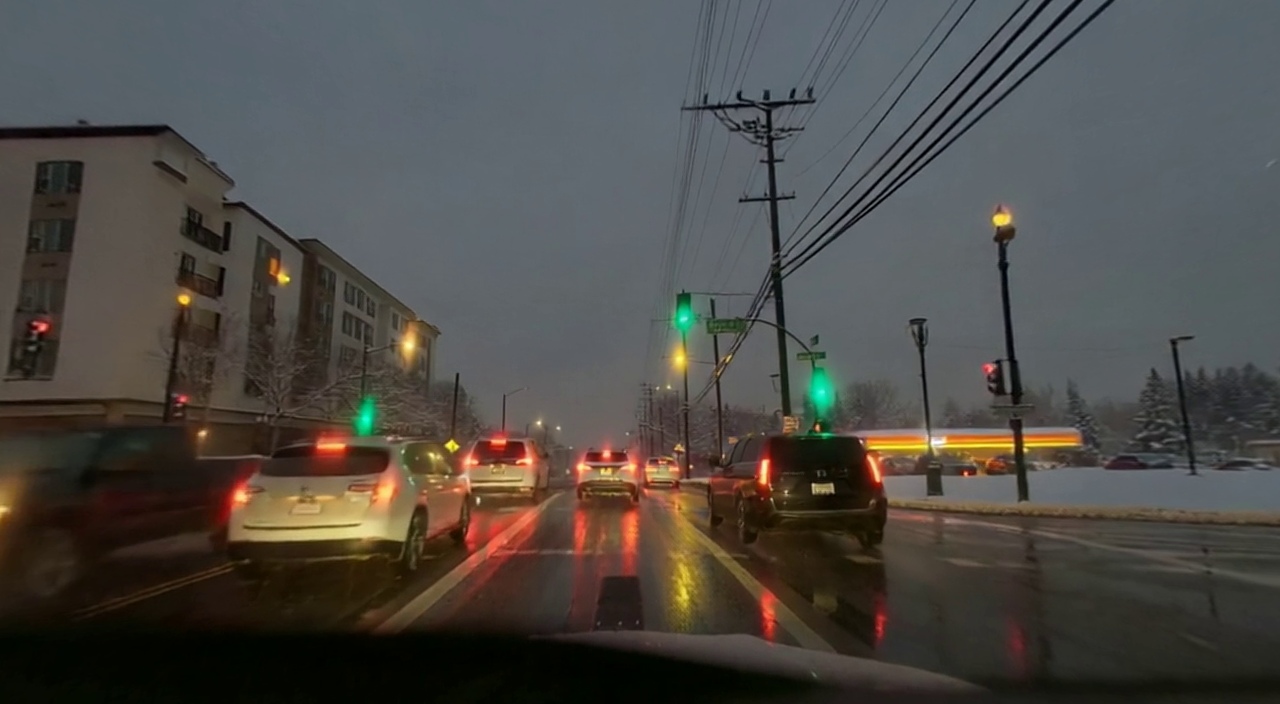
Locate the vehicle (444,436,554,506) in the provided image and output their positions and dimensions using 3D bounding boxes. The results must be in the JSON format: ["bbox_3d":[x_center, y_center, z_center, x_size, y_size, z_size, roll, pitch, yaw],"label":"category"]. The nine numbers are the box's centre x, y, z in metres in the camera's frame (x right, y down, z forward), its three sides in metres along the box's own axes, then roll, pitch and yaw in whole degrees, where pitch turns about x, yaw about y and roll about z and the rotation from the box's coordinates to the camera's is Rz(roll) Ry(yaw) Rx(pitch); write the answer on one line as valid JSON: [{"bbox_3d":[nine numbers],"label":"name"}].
[{"bbox_3d":[-3.809,3.278,17.949,2.221,1.706,4.451,0,-8,-2],"label":"vehicle"}]

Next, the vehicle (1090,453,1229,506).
[{"bbox_3d":[20.658,5.039,25.423,1.878,1.680,4.244,-2,-7,-1],"label":"vehicle"}]

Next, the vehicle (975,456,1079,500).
[{"bbox_3d":[15.201,4.924,25.141,1.959,1.482,4.664,-2,-8,12],"label":"vehicle"}]

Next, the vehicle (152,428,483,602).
[{"bbox_3d":[-3.310,1.715,7.663,1.932,1.458,4.330,0,-8,-3],"label":"vehicle"}]

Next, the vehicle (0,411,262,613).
[{"bbox_3d":[-6.651,1.649,7.258,2.069,1.735,4.240,0,-8,-2],"label":"vehicle"}]

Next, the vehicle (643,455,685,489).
[{"bbox_3d":[1.279,6.710,35.506,1.953,1.687,4.094,0,-8,-4],"label":"vehicle"}]

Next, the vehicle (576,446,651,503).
[{"bbox_3d":[-0.792,3.565,18.848,1.999,1.487,3.939,0,-8,-2],"label":"vehicle"}]

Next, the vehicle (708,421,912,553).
[{"bbox_3d":[2.389,2.010,10.155,1.945,1.647,4.160,0,-8,-3],"label":"vehicle"}]
